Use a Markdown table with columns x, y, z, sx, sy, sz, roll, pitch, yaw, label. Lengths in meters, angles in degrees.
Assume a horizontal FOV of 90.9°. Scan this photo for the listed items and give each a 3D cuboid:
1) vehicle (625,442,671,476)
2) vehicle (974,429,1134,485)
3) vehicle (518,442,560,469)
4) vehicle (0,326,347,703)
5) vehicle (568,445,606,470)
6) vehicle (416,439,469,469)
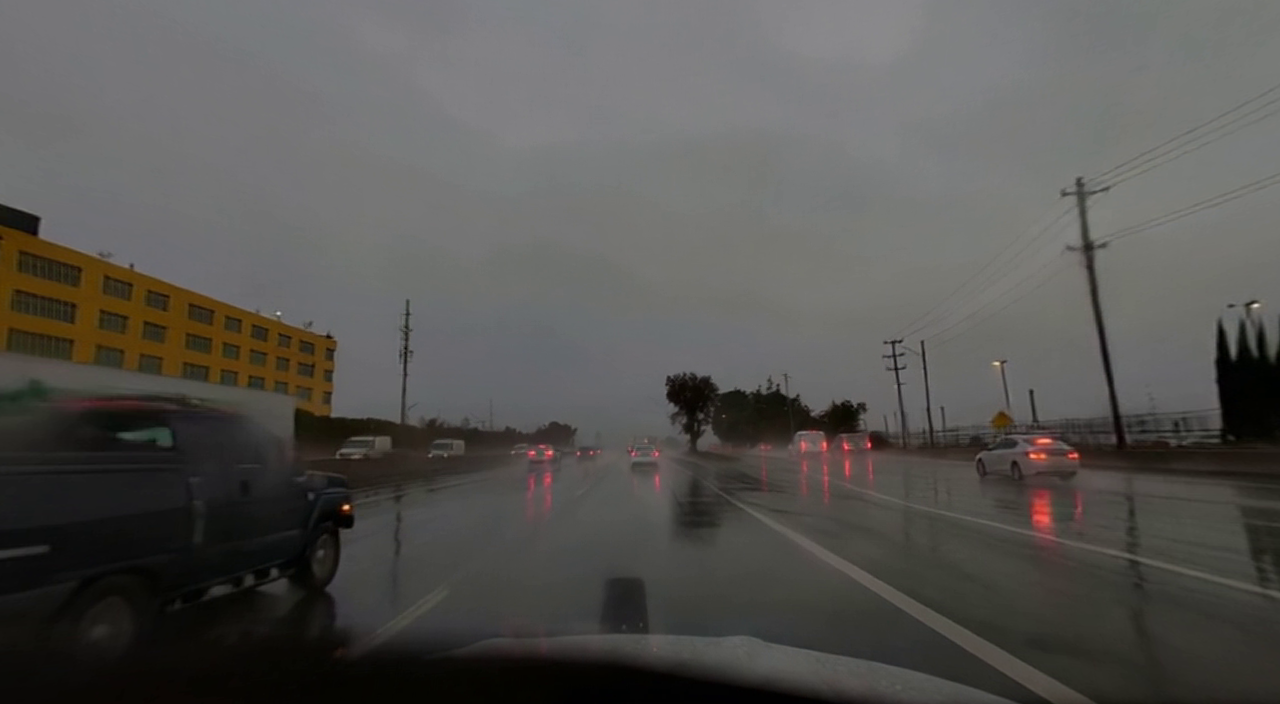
| x | y | z | sx | sy | sz | roll | pitch | yaw | label |
| --- | --- | --- | --- | --- | --- | --- | --- | --- | --- |
| 0.362 | 5.237 | 31.065 | 2.107 | 1.538 | 3.999 | 0 | -8 | 0 | vehicle |
| 12.320 | 3.154 | 19.222 | 1.966 | 1.484 | 4.610 | -1 | -8 | 3 | vehicle |
| -7.131 | 7.307 | 44.842 | 2.106 | 1.827 | 4.814 | -1 | -8 | 1 | vehicle |
| -3.885 | 0.919 | 3.262 | 2.250 | 1.872 | 5.038 | -1 | -8 | 1 | vehicle |
| -3.451 | 6.893 | 41.647 | 2.059 | 1.508 | 4.662 | -1 | -8 | 0 | vehicle |
| -13.255 | 6.878 | 42.722 | 2.013 | 1.851 | 4.772 | -1 | -8 | 1 | vehicle |
